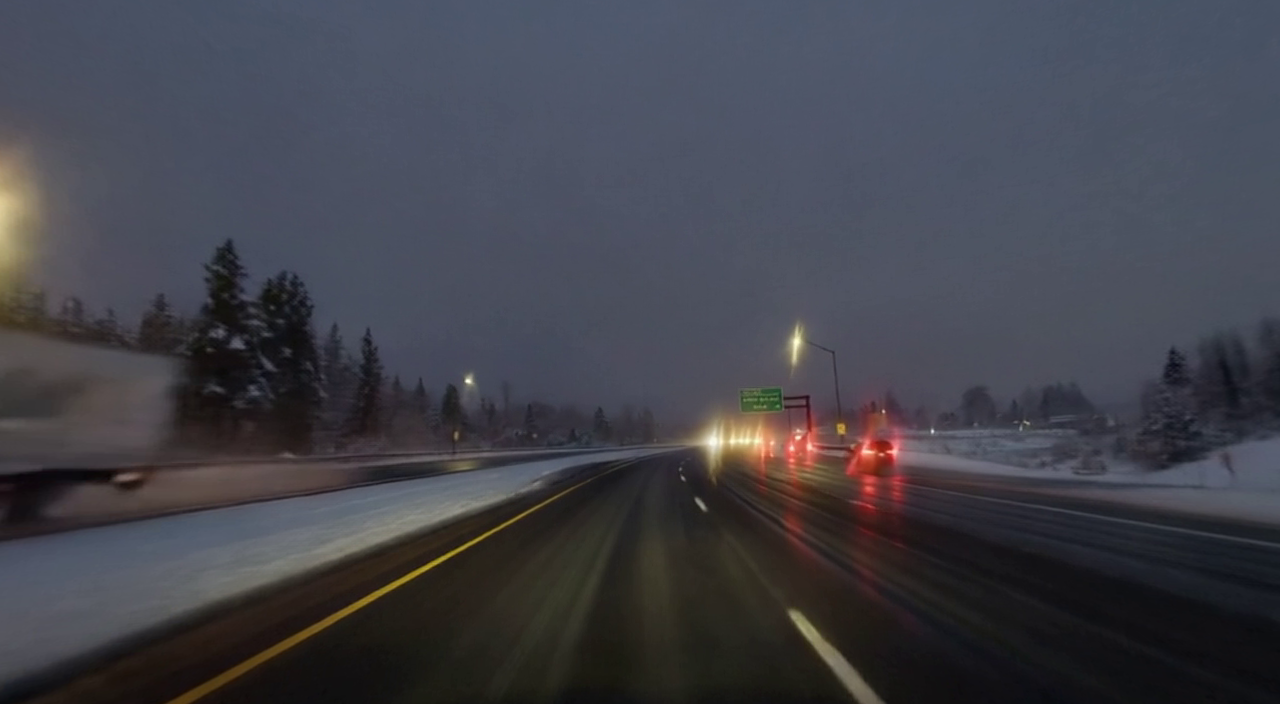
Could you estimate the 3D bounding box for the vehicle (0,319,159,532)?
[{"bbox_3d":[-14.623,0.853,8.420,2.913,4.308,16.896,0,-8,1],"label":"vehicle"}]
